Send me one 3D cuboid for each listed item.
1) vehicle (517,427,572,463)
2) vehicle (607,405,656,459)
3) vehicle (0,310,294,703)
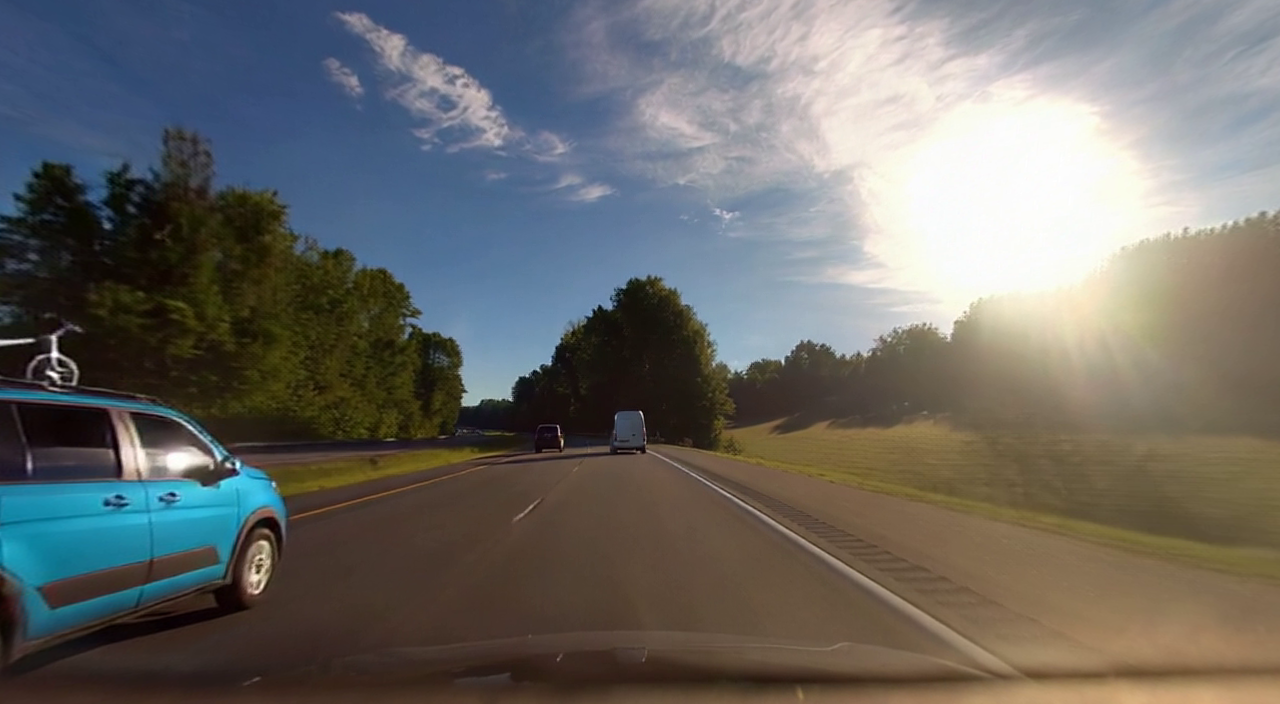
[{"bbox_3d":[-4.645,4.574,31.231,2.110,1.636,4.453,0,-8,-1],"label":"vehicle"},{"bbox_3d":[-0.610,4.712,37.033,2.647,2.896,6.480,1,-8,-3],"label":"vehicle"},{"bbox_3d":[-3.645,0.682,2.349,2.069,1.751,4.720,0,-8,-1],"label":"vehicle"}]
